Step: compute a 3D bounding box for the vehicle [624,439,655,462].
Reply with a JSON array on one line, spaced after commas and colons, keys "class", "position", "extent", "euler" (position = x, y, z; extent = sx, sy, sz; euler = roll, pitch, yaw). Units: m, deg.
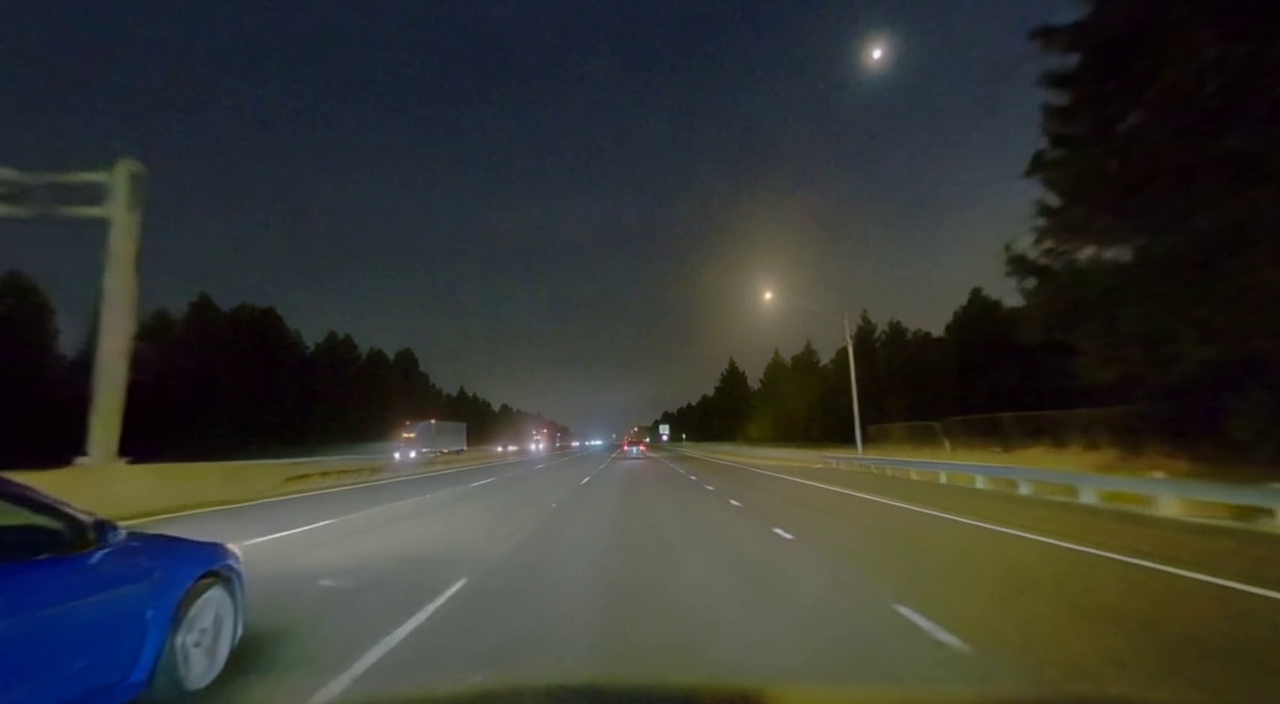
[{"class": "vehicle", "position": [-0.075, 6.774, 43.459], "extent": [2.028, 1.440, 3.690], "euler": [0, -8, -1]}]
